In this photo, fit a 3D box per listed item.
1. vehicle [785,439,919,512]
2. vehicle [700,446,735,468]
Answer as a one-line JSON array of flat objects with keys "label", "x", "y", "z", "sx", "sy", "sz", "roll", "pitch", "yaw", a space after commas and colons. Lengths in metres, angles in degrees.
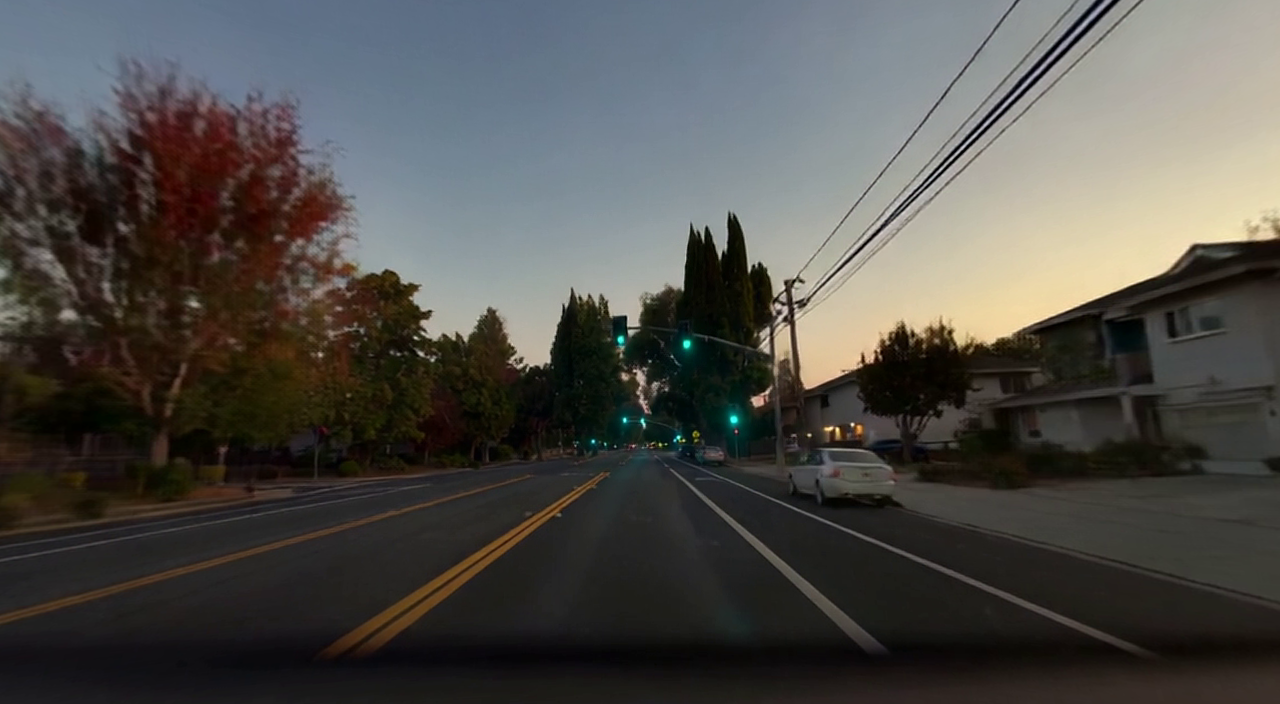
[{"label": "vehicle", "x": 5.089, "y": 2.987, "z": 15.794, "sx": 1.955, "sy": 1.549, "sz": 4.129, "roll": 0, "pitch": -8, "yaw": 1}, {"label": "vehicle", "x": 5.428, "y": 7.397, "z": 44.713, "sx": 2.032, "sy": 1.478, "sz": 5.040, "roll": 0, "pitch": -8, "yaw": 2}]
